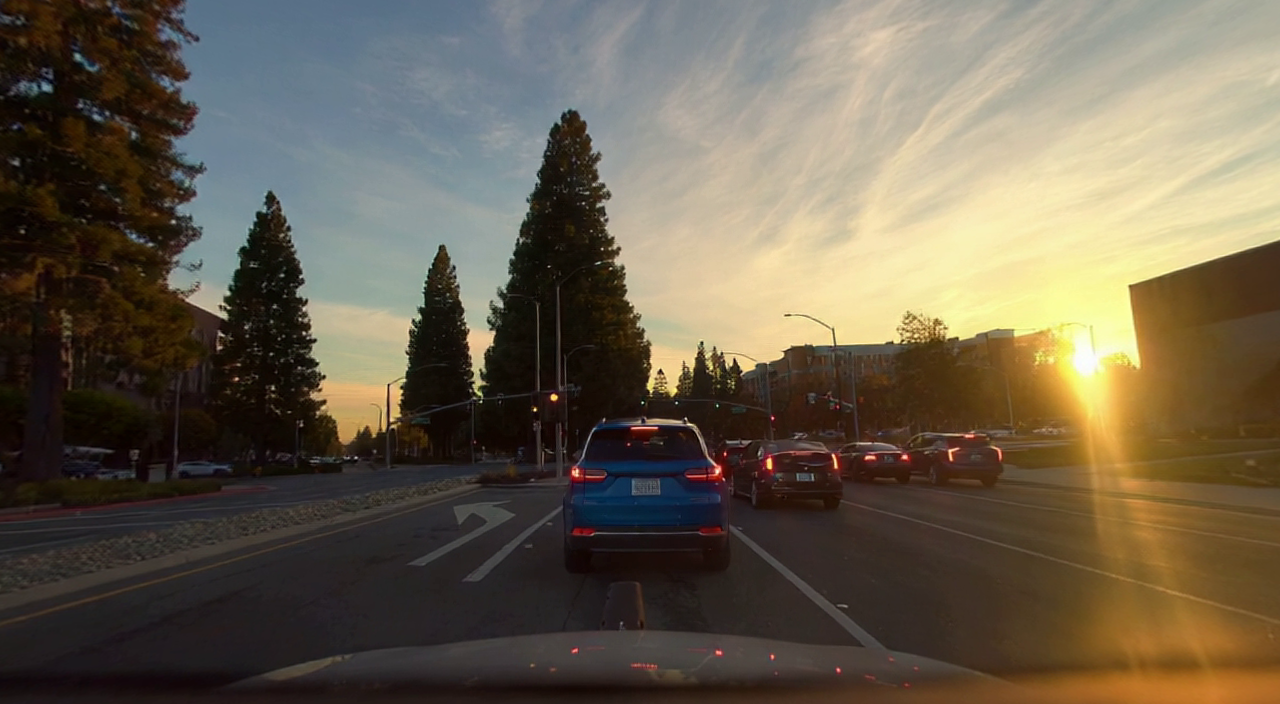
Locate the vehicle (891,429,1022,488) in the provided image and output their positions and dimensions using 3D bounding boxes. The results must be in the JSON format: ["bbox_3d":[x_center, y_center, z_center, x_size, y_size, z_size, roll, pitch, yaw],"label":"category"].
[{"bbox_3d":[10.858,3.693,22.124,2.123,1.812,4.553,0,-9,-1],"label":"vehicle"}]

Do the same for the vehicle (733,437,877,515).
[{"bbox_3d":[3.494,2.712,14.357,1.997,1.471,4.321,0,-9,-1],"label":"vehicle"}]

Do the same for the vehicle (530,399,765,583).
[{"bbox_3d":[0.065,1.654,8.257,2.266,1.762,4.131,0,-9,0],"label":"vehicle"}]
